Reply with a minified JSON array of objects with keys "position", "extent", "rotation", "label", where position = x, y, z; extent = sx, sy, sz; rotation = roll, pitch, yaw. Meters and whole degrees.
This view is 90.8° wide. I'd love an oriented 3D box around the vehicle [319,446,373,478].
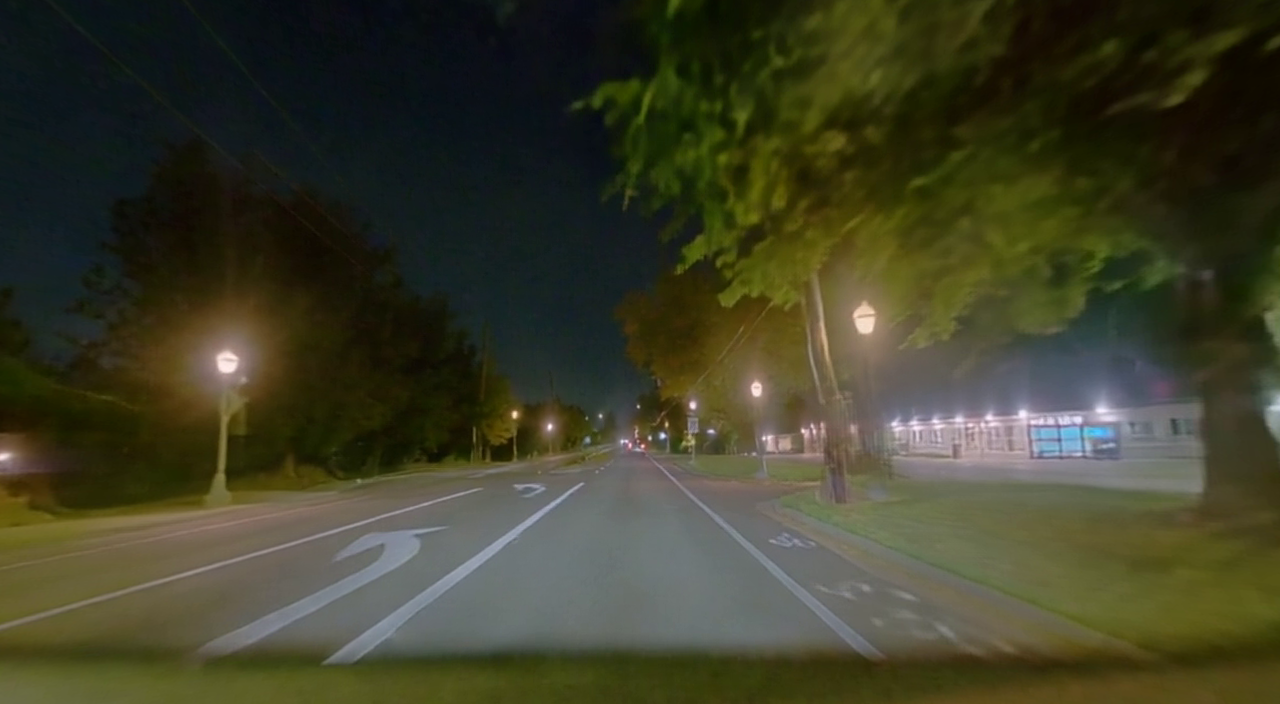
[{"position":[-14.970,5.537,32.059],"extent":[2.061,1.475,4.357],"rotation":[5,-10,-29],"label":"vehicle"}]
